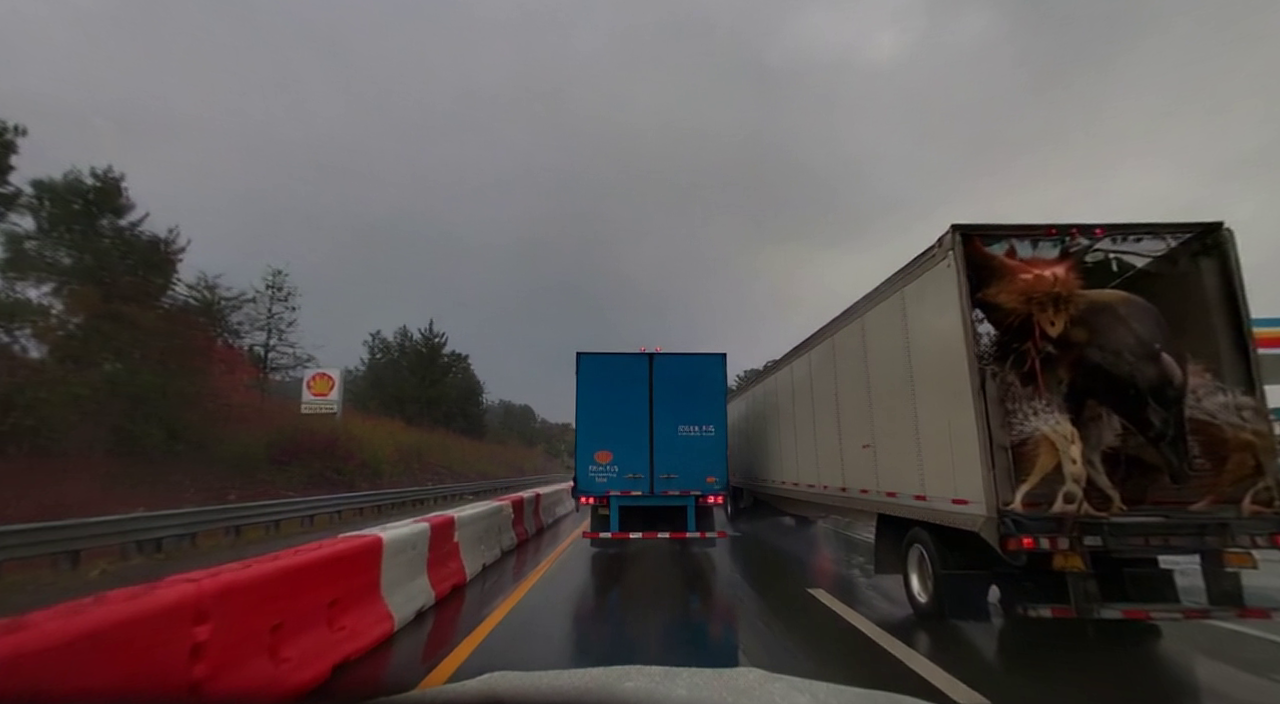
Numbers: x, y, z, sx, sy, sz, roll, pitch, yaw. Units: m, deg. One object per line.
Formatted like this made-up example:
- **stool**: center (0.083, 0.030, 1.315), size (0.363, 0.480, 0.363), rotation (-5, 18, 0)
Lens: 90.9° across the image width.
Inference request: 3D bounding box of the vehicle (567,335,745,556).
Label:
- **vehicle**: center (0.264, 2.150, 13.847), size (2.618, 3.306, 8.676), rotation (1, -10, 0)

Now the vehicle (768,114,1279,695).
- **vehicle**: center (4.316, 1.046, 8.620), size (2.936, 3.640, 9.443), rotation (1, -10, -1)
